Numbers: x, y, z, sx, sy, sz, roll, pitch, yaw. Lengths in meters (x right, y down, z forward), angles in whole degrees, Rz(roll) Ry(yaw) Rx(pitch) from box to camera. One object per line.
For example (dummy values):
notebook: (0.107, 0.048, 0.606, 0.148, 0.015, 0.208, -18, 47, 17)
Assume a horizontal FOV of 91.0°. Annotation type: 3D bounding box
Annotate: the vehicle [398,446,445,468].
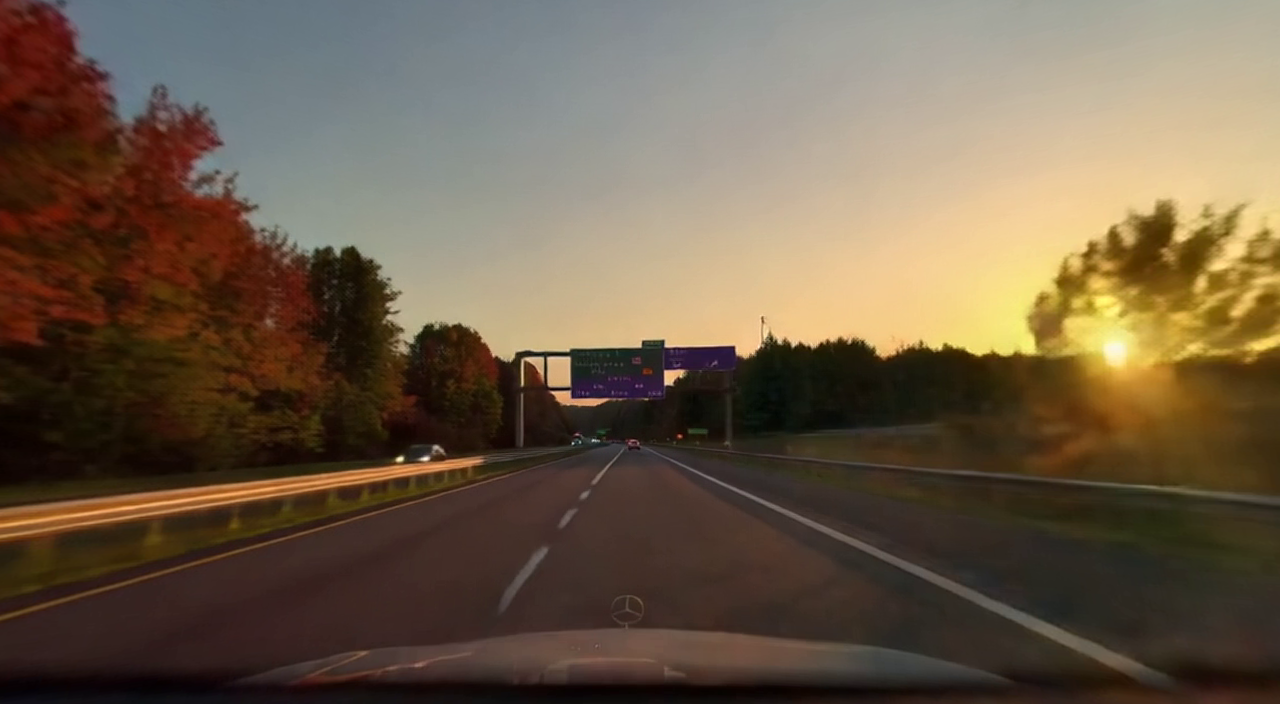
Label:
vehicle: (-15.797, 7.583, 45.761, 1.844, 1.509, 4.527, 0, -8, -1)
